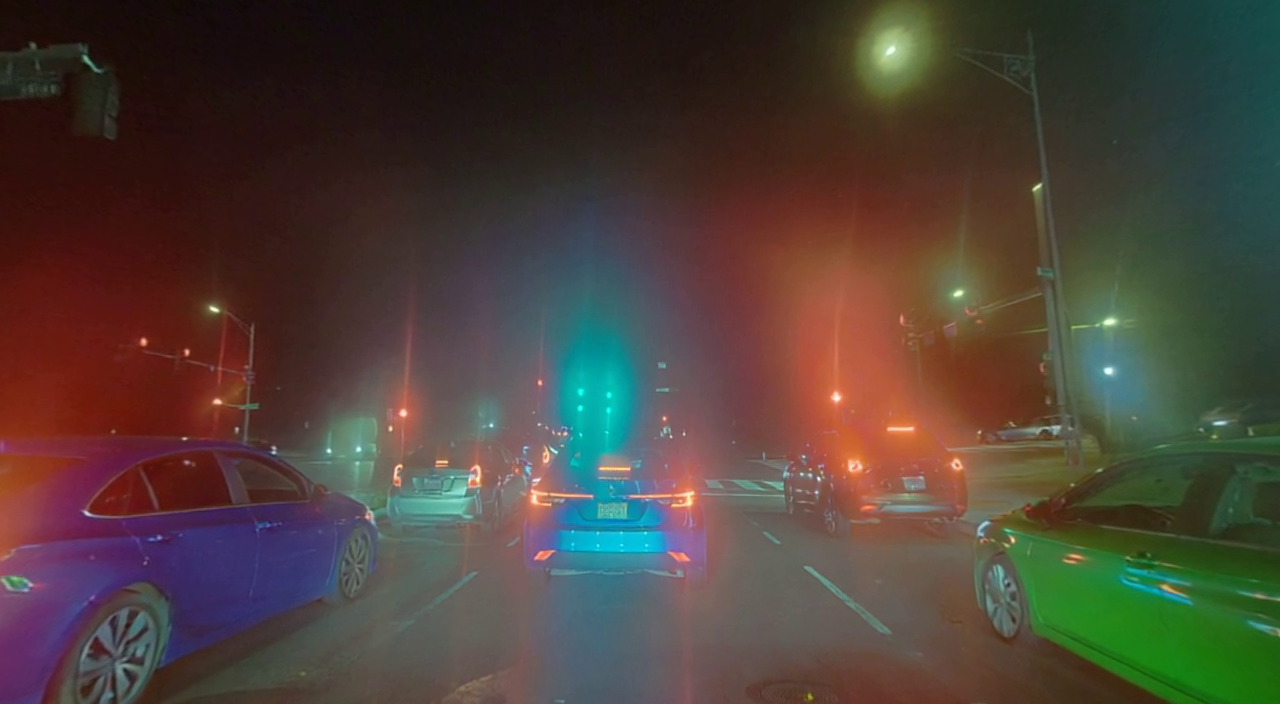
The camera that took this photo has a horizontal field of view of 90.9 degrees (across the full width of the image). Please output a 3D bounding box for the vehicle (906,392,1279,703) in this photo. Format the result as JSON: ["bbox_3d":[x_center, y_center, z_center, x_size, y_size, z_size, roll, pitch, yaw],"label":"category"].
[{"bbox_3d":[3.400,1.071,3.490,1.981,1.499,4.536,0,-8,2],"label":"vehicle"}]

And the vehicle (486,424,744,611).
[{"bbox_3d":[-0.188,1.625,7.111,2.059,1.477,3.988,0,-8,0],"label":"vehicle"}]

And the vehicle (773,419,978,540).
[{"bbox_3d":[3.758,2.106,11.028,2.007,1.683,4.171,0,-8,1],"label":"vehicle"}]

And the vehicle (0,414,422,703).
[{"bbox_3d":[-3.413,1.302,4.714,1.980,1.454,4.226,0,-8,1],"label":"vehicle"}]
